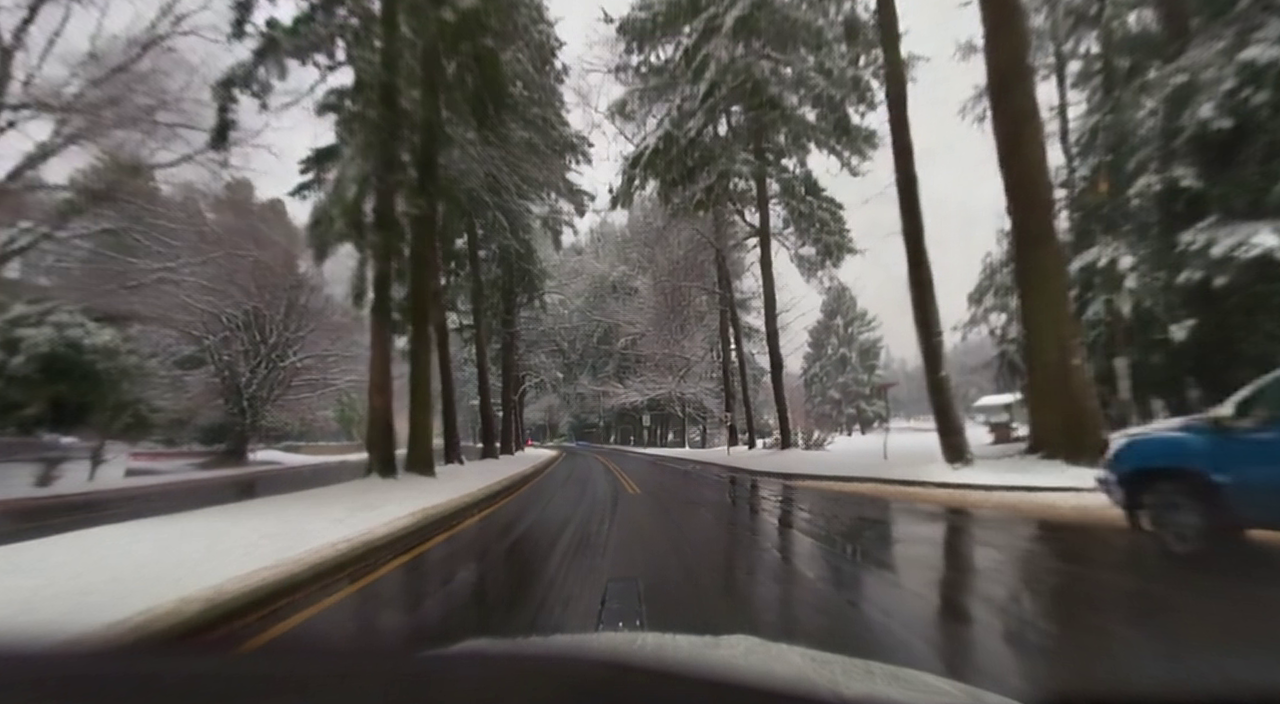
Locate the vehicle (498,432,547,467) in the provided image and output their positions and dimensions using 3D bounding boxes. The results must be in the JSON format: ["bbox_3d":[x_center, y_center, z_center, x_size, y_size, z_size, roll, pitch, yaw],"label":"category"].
[{"bbox_3d":[-6.890,5.788,37.687,2.267,1.849,6.402,1,-8,-5],"label":"vehicle"}]
